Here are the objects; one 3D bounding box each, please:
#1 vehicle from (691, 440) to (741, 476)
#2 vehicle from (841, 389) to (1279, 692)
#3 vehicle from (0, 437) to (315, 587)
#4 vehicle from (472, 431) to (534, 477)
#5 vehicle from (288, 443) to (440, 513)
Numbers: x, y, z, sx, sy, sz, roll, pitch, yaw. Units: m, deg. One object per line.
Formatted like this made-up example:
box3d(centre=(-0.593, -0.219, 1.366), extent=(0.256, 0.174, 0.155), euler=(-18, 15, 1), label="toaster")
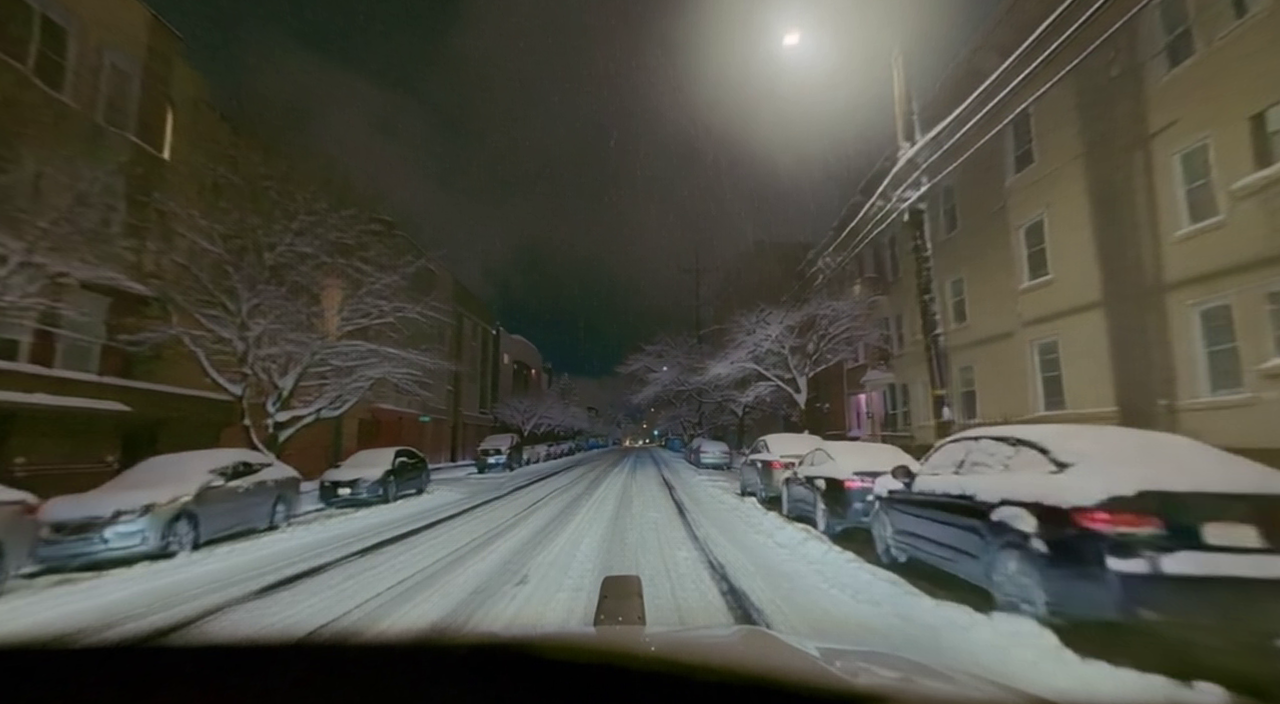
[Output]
box3d(centre=(3.710, 5.247, 31.501), extent=(1.925, 1.634, 4.419), euler=(0, -8, 0), label="vehicle")
box3d(centre=(3.663, 1.393, 5.916), extent=(2.095, 1.694, 4.592), euler=(-1, -8, 1), label="vehicle")
box3d(centre=(-7.655, 2.434, 10.711), extent=(1.981, 1.651, 4.683), euler=(-5, -6, -3), label="vehicle")
box3d(centre=(-7.687, 5.743, 36.104), extent=(2.351, 2.251, 5.856), euler=(-2, -8, -2), label="vehicle")
box3d(centre=(-7.506, 3.429, 17.838), extent=(2.145, 1.488, 4.646), euler=(-3, -7, 1), label="vehicle")
